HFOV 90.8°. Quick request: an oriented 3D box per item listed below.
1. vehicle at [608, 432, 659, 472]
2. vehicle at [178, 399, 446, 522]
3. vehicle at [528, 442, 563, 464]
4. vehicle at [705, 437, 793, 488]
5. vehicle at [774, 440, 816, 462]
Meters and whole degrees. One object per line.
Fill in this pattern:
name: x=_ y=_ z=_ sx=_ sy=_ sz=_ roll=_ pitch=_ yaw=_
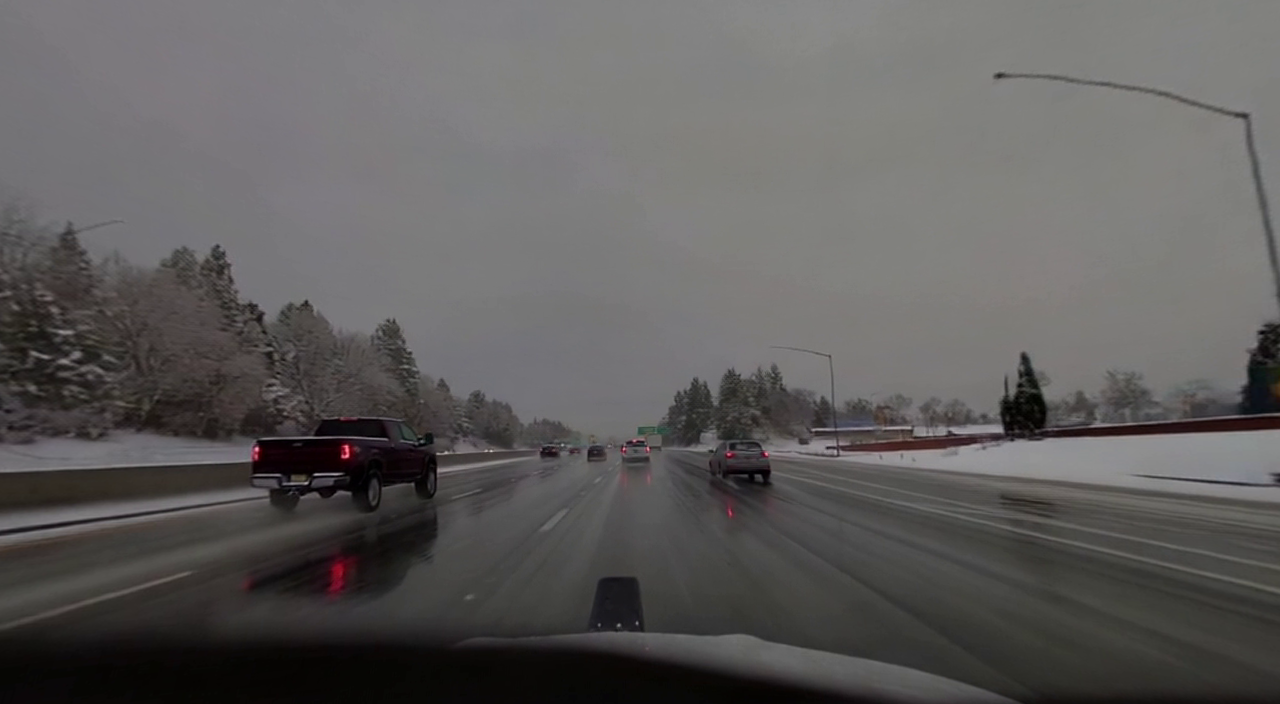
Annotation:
vehicle: x=-0.300 y=4.916 z=31.251 sx=2.323 sy=1.805 sz=4.729 roll=0 pitch=-8 yaw=0
vehicle: x=-6.336 y=2.219 z=13.508 sx=2.444 sy=2.012 sz=6.122 roll=0 pitch=-8 yaw=0
vehicle: x=-6.804 y=7.281 z=45.854 sx=1.920 sy=1.482 sz=4.385 roll=0 pitch=-8 yaw=0
vehicle: x=3.420 y=3.553 z=20.691 sx=2.011 sy=1.462 sz=4.286 roll=0 pitch=-8 yaw=-1
vehicle: x=11.219 y=7.188 z=46.068 sx=2.105 sy=1.481 sz=4.117 roll=0 pitch=-8 yaw=1
